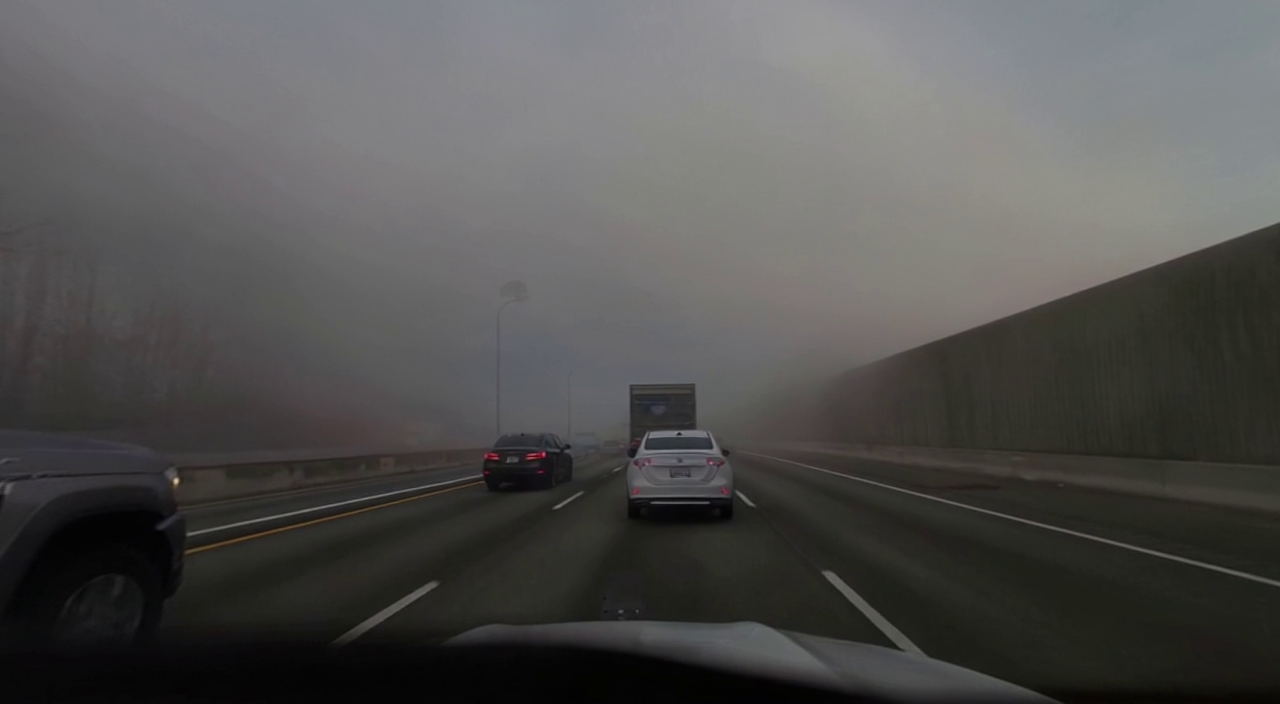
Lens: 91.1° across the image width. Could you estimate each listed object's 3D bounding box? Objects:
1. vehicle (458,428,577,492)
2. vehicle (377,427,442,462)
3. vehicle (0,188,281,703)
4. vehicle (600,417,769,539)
[{"bbox_3d":[-3.073,2.806,16.829,2.087,1.457,4.313,-1,-8,4],"label":"vehicle"},{"bbox_3d":[-16.979,6.827,46.696,2.305,2.396,5.841,-1,-8,3],"label":"vehicle"},{"bbox_3d":[-4.104,0.366,1.912,2.386,2.435,5.831,0,-8,2],"label":"vehicle"},{"bbox_3d":[0.664,1.842,9.900,2.089,1.485,4.153,-1,-8,3],"label":"vehicle"}]
